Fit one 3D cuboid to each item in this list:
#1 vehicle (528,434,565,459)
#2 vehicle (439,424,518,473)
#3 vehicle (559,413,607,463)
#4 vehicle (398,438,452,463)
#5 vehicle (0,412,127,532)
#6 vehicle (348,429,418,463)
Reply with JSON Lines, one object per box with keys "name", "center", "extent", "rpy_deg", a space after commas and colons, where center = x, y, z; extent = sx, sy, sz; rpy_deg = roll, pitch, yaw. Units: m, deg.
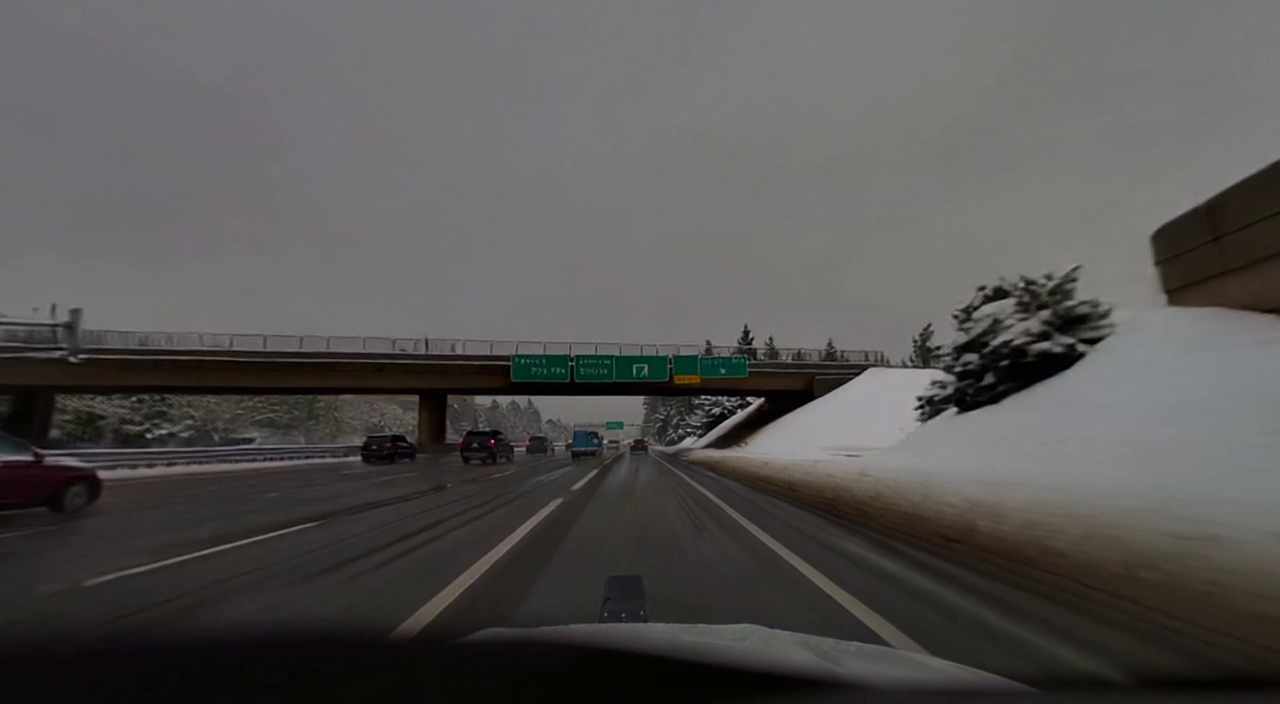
{"name": "vehicle", "center": [-7.002, 7.143, 47.529], "extent": [2.109, 1.784, 4.709], "rpy_deg": [0, -8, -1]}
{"name": "vehicle", "center": [-6.928, 4.215, 27.492], "extent": [2.179, 1.948, 4.618], "rpy_deg": [0, -8, 1]}
{"name": "vehicle", "center": [-3.399, 5.332, 38.781], "extent": [2.301, 2.843, 6.458], "rpy_deg": [0, -8, 0]}
{"name": "vehicle", "center": [-13.509, 6.196, 39.689], "extent": [1.899, 1.485, 4.368], "rpy_deg": [0, -8, 0]}
{"name": "vehicle", "center": [-10.141, 1.694, 8.775], "extent": [1.940, 1.706, 4.678], "rpy_deg": [0, -8, 0]}
{"name": "vehicle", "center": [-17.091, 6.285, 42.146], "extent": [2.258, 2.139, 5.495], "rpy_deg": [0, -8, 2]}
